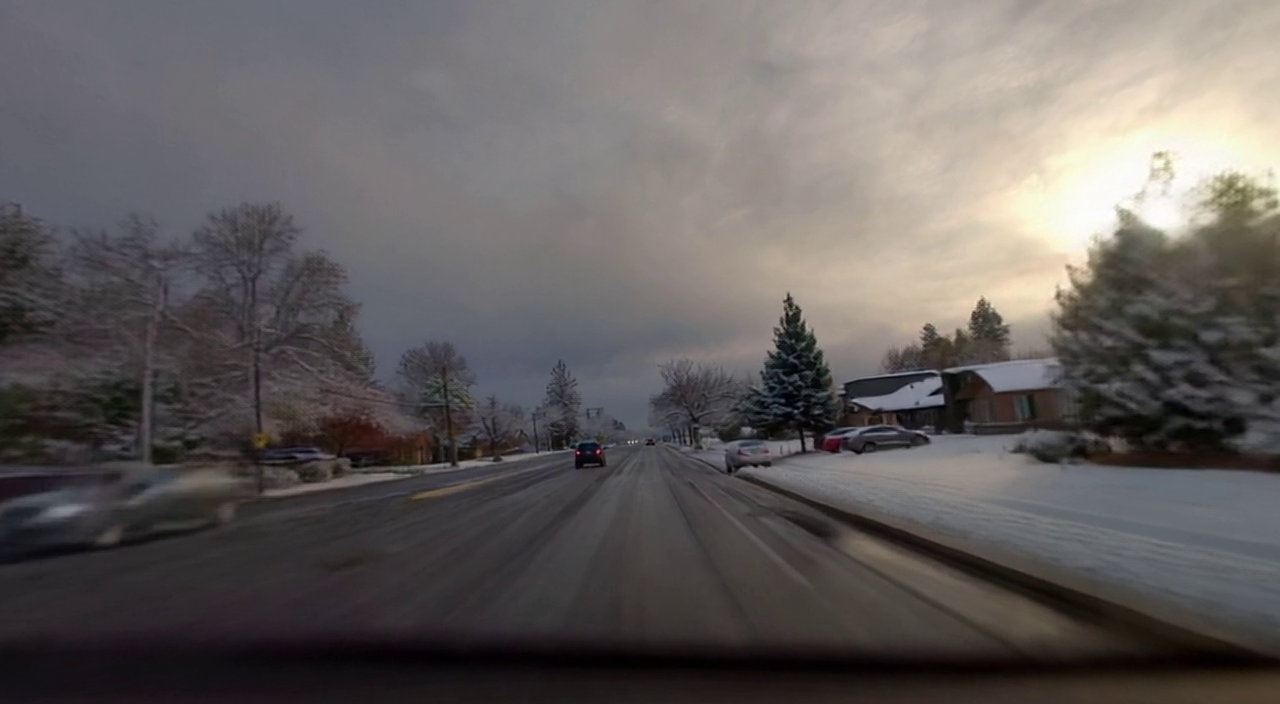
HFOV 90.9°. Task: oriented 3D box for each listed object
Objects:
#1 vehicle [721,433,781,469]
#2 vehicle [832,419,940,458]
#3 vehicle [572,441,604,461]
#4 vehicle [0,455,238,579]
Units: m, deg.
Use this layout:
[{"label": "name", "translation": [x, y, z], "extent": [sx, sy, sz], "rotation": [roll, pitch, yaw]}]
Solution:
[{"label": "vehicle", "translation": [5.169, 4.690, 29.965], "extent": [1.995, 1.546, 4.474], "rotation": [0, -8, -1]}, {"label": "vehicle", "translation": [10.956, 3.895, 28.373], "extent": [4.037, 1.673, 1.983], "rotation": [-1, -8, 3]}, {"label": "vehicle", "translation": [-3.690, 7.154, 45.559], "extent": [1.973, 1.400, 3.915], "rotation": [0, -8, 0]}, {"label": "vehicle", "translation": [-9.248, 2.517, 10.497], "extent": [2.027, 1.522, 4.469], "rotation": [0, -8, 2]}]
